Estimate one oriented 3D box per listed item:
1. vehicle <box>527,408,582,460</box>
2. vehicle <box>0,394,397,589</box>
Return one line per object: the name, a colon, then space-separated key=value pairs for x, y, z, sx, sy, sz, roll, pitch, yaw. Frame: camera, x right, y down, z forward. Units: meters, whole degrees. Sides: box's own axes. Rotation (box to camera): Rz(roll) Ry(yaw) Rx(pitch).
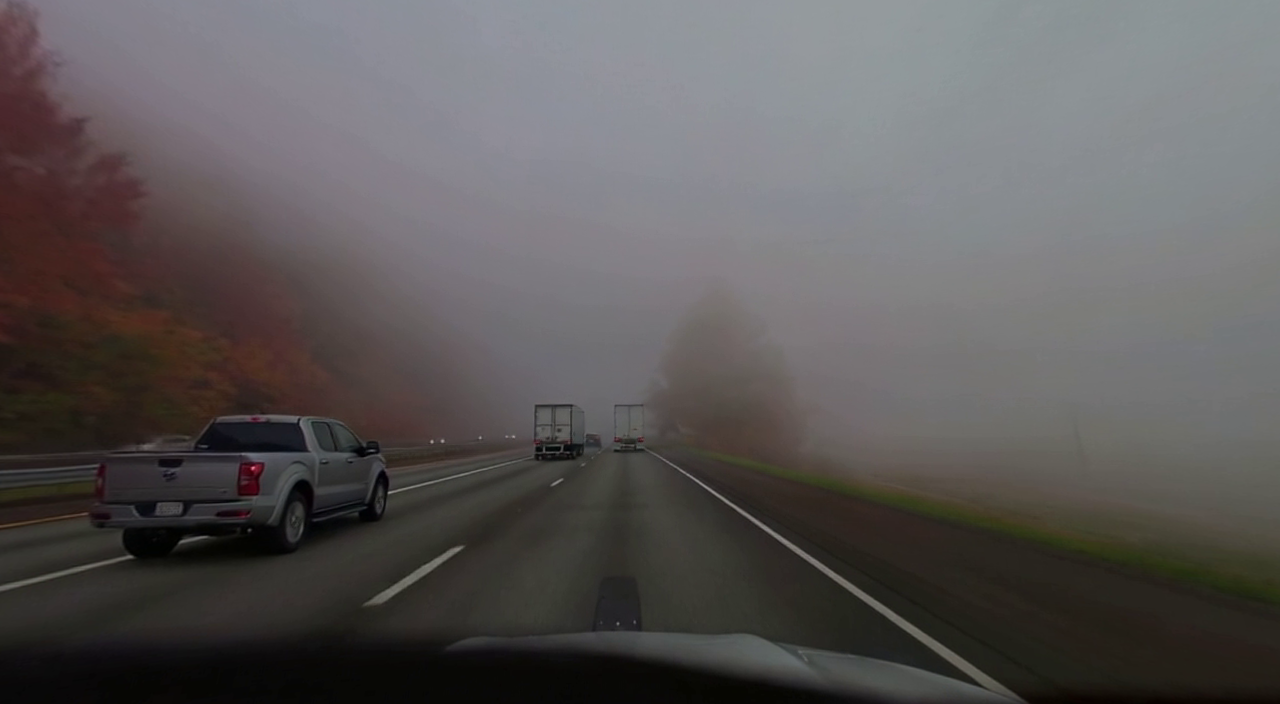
vehicle: x=-4.779 y=4.717 z=36.114 sx=2.383 sy=2.726 sz=5.677 roll=0 pitch=-8 yaw=0
vehicle: x=-4.920 y=1.508 z=7.750 sx=2.089 sy=1.669 sz=4.515 roll=0 pitch=-8 yaw=-1
